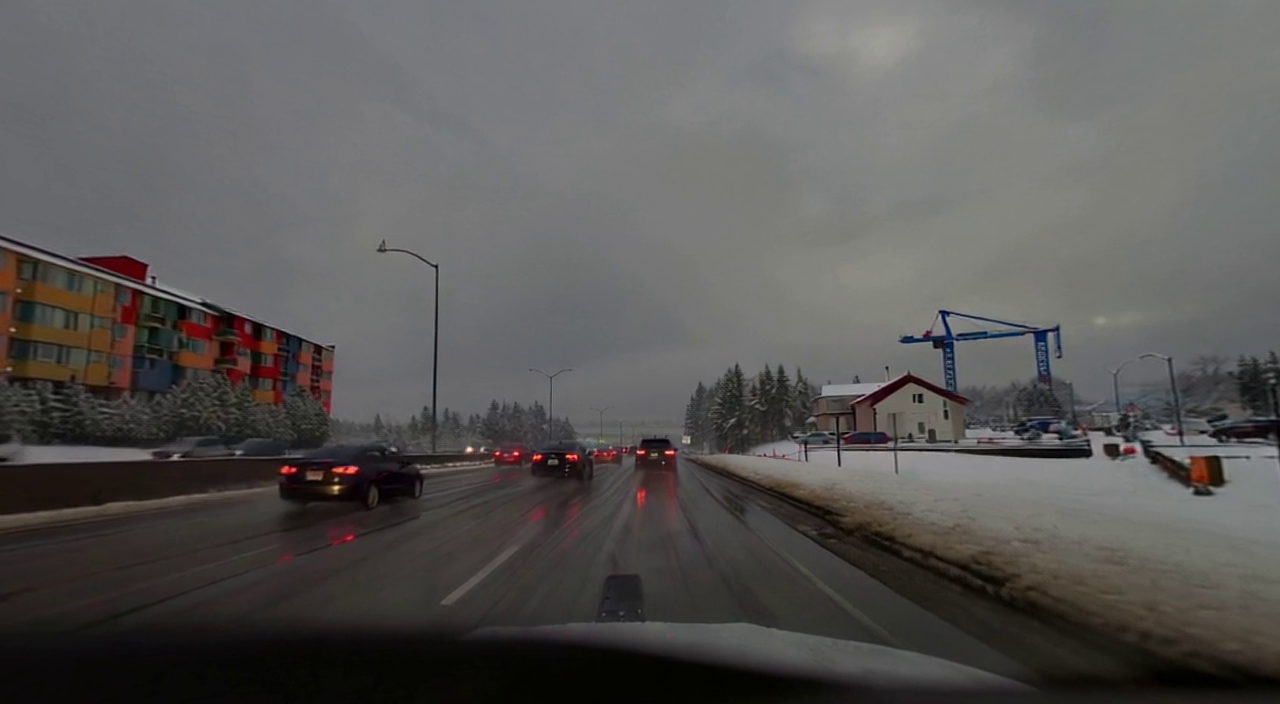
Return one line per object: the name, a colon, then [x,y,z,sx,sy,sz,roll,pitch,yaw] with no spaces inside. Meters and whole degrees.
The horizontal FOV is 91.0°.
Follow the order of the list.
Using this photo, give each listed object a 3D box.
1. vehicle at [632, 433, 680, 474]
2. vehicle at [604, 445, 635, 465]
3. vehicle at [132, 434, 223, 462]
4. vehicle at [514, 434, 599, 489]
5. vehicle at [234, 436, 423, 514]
vehicle: [0.773,4.831,30.101,2.116,1.763,4.352,0,-8,2]
vehicle: [-1.588,8.000,49.190,2.029,1.497,3.960,0,-8,4]
vehicle: [-29.628,6.159,40.549,1.971,1.678,4.886,0,-8,3]
vehicle: [-2.716,3.727,21.751,2.109,1.657,4.554,0,-8,3]
vehicle: [-6.854,2.729,14.531,1.959,1.486,4.460,0,-8,2]
